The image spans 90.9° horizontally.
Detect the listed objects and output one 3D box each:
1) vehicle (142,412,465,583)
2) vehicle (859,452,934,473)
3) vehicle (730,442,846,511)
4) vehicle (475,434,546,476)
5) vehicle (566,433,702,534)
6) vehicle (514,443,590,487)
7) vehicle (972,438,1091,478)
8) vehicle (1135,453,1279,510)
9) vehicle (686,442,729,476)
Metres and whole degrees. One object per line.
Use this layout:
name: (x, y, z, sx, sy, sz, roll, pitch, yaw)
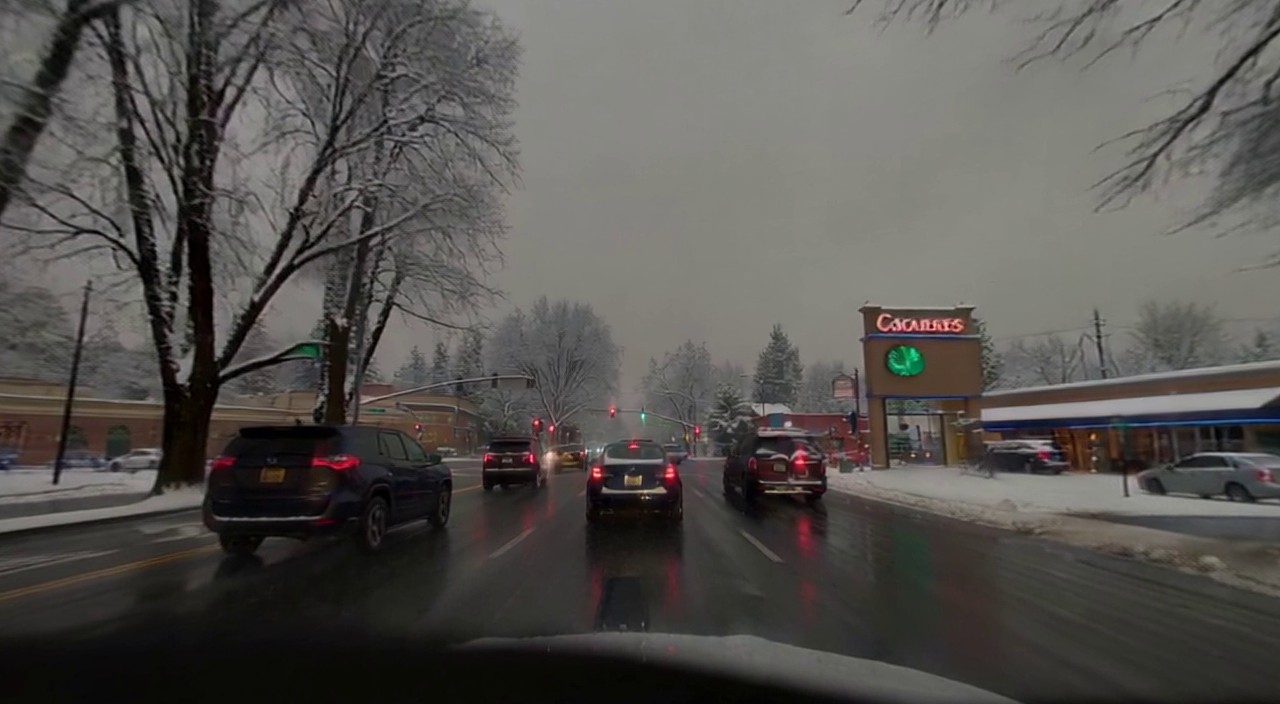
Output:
vehicle: (-3.930, 1.750, 8.354, 1.983, 1.685, 3.997, 0, -8, 1)
vehicle: (19.217, 8.317, 47.437, 4.795, 1.457, 1.986, 0, -8, 4)
vehicle: (3.538, 3.041, 15.920, 1.979, 1.485, 4.207, 0, -8, 1)
vehicle: (-6.764, 5.475, 33.704, 2.321, 2.013, 5.640, 0, -8, 3)
vehicle: (-0.096, 2.368, 11.973, 2.121, 1.563, 4.031, 0, -8, 0)
vehicle: (-3.198, 4.212, 23.802, 2.126, 1.490, 4.265, 0, -8, 2)
vehicle: (17.934, 4.840, 29.070, 1.907, 1.669, 4.147, 5, -10, -28)
vehicle: (17.268, 3.707, 18.523, 1.860, 1.408, 4.631, 0, -8, 4)
vehicle: (3.556, 5.697, 33.808, 1.848, 1.665, 3.747, 0, -8, 0)
